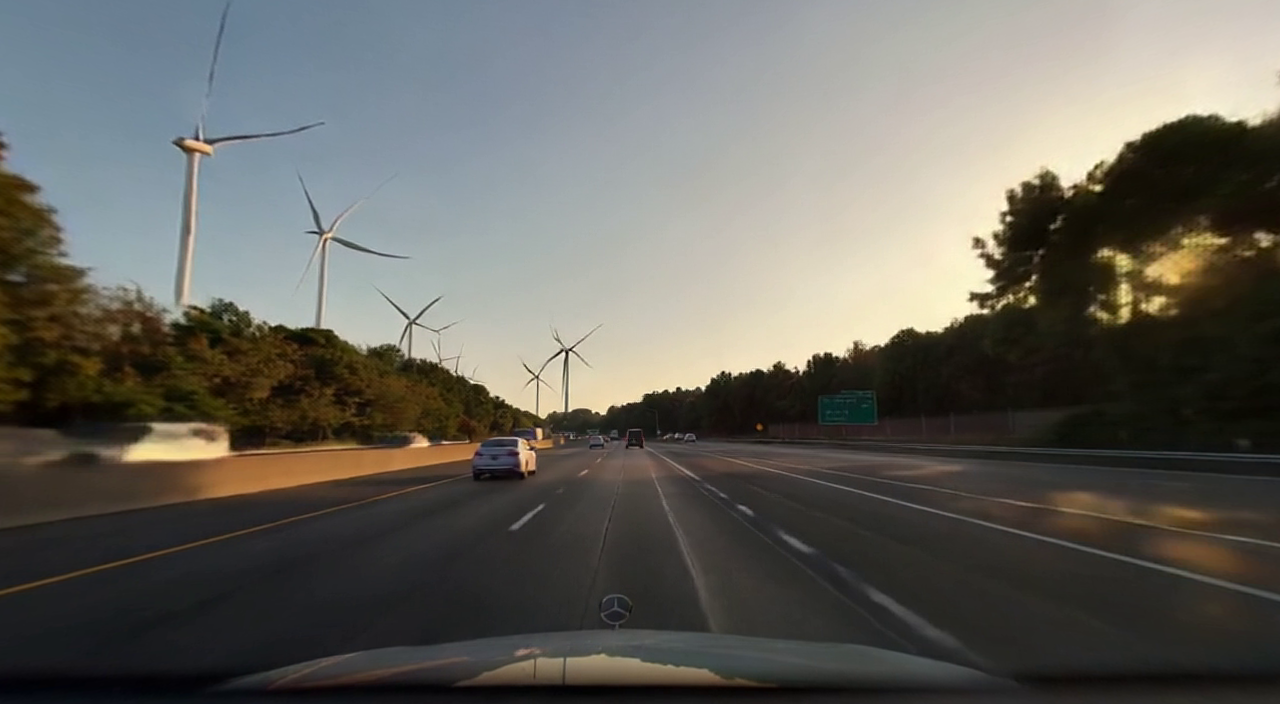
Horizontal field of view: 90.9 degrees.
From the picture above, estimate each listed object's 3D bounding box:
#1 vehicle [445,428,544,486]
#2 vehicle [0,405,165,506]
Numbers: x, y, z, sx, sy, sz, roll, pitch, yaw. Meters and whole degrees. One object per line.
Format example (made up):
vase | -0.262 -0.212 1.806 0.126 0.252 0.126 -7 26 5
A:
vehicle | -4.139 3.042 18.609 1.950 1.511 3.965 0 -8 0
vehicle | -16.649 2.800 17.378 2.554 2.392 5.783 0 -8 0
